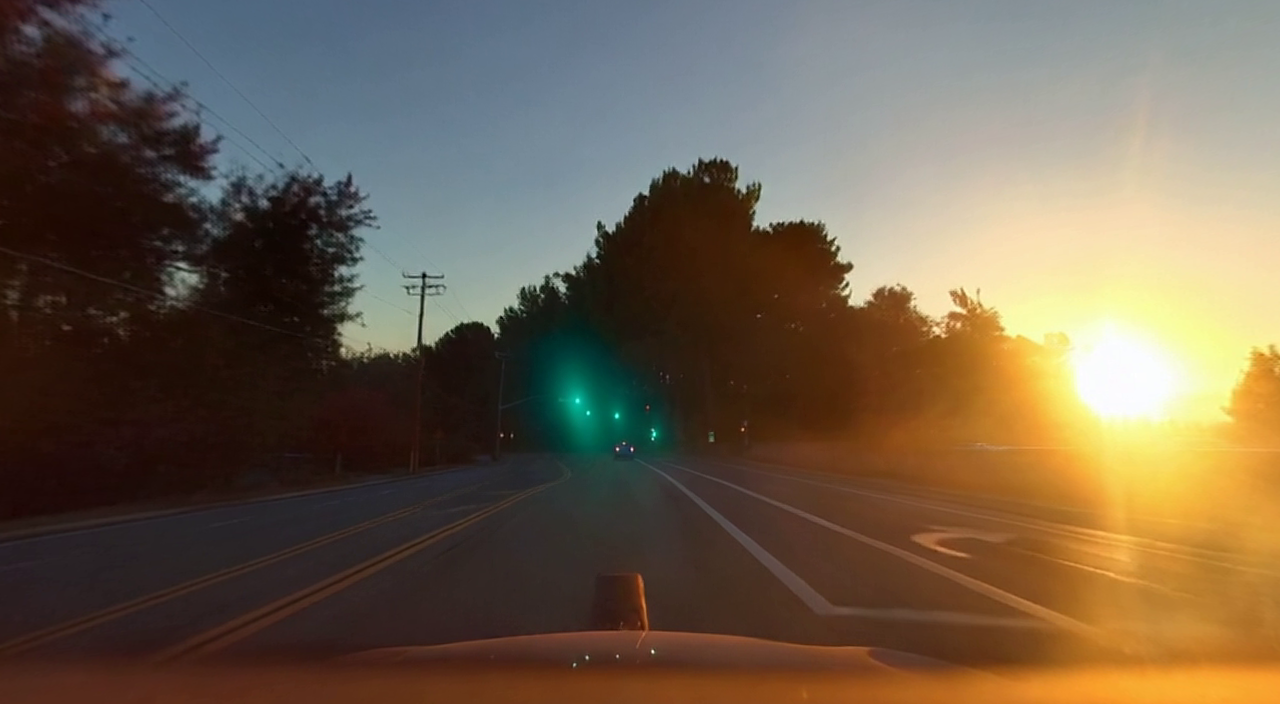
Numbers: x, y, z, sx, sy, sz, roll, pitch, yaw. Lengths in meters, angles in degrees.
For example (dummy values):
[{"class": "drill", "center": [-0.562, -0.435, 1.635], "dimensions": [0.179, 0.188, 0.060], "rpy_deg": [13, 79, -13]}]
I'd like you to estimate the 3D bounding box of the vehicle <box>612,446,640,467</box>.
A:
[{"class": "vehicle", "center": [-1.113, 7.840, 47.743], "dimensions": [2.042, 1.489, 3.963], "rpy_deg": [0, -9, -3]}]
